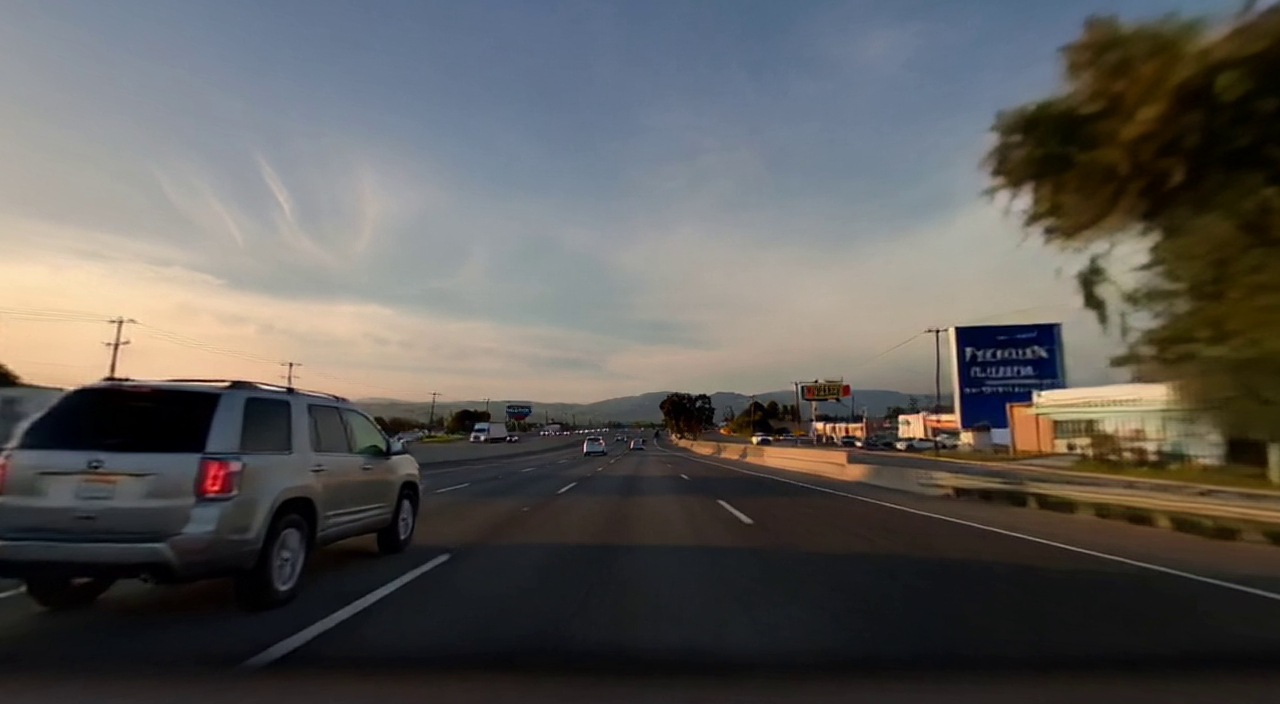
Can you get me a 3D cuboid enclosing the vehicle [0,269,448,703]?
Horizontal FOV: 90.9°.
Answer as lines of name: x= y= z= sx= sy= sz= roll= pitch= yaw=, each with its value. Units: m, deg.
vehicle: x=-3.945 y=1.094 z=5.935 sx=2.352 sy=2.209 sz=5.802 roll=0 pitch=-8 yaw=1
